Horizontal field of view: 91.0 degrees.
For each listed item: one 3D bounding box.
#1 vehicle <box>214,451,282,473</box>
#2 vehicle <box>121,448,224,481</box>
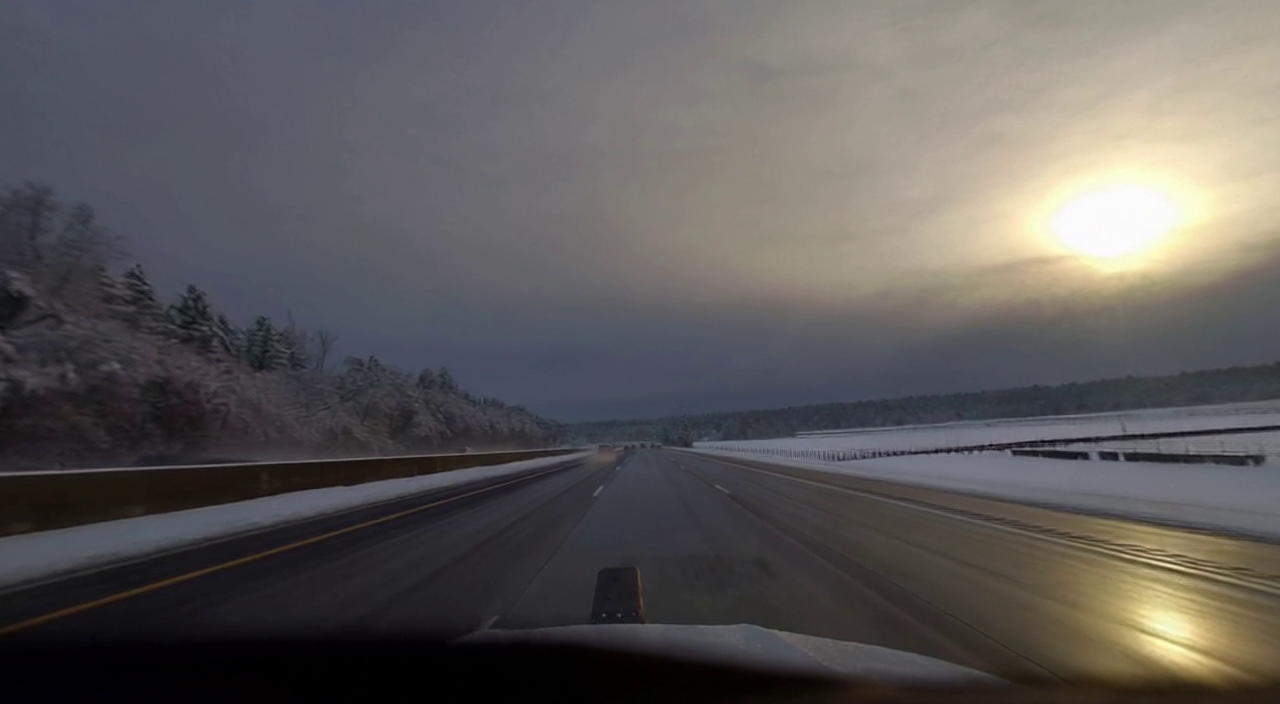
[{"bbox_3d":[-29.057,8.169,46.880,1.834,1.510,4.854,0,-9,1],"label":"vehicle"},{"bbox_3d":[-24.732,5.929,33.542,1.924,1.602,4.570,0,-9,0],"label":"vehicle"}]
